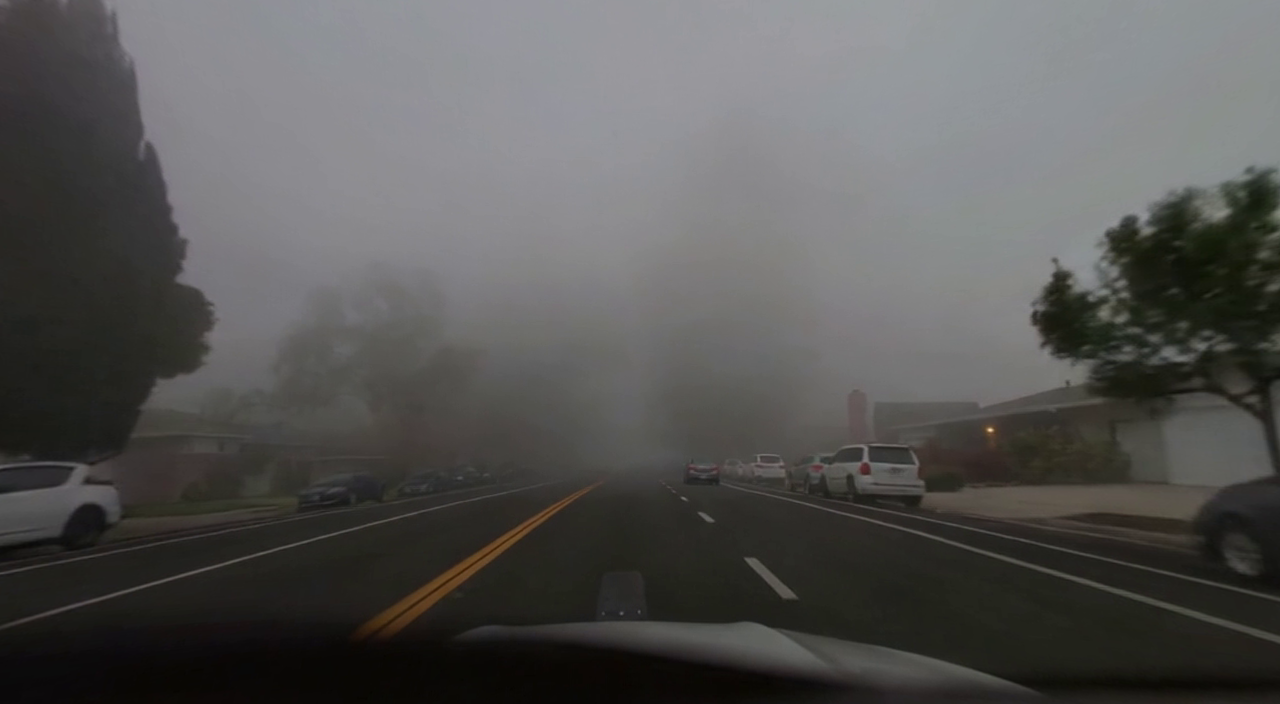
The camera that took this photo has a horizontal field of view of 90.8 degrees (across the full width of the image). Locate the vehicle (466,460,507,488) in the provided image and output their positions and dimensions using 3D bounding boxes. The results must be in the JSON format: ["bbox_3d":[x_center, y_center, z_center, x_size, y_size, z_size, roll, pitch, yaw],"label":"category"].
[{"bbox_3d":[-11.578,9.198,47.941,2.049,1.848,4.693,0,-8,-1],"label":"vehicle"}]

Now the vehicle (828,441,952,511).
[{"bbox_3d":[7.495,3.715,19.563,1.873,1.867,4.673,0,-8,-1],"label":"vehicle"}]

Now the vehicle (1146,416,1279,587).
[{"bbox_3d":[7.839,1.449,5.756,2.001,1.793,5.146,0,-8,-3],"label":"vehicle"}]

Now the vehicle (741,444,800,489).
[{"bbox_3d":[7.154,6.333,35.330,2.081,2.286,4.941,0,-8,-2],"label":"vehicle"}]

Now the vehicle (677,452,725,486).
[{"bbox_3d":[3.129,6.093,33.241,1.951,1.620,4.582,0,-8,-2],"label":"vehicle"}]

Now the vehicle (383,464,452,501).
[{"bbox_3d":[-11.854,6.971,34.075,1.888,1.668,5.052,0,-8,0],"label":"vehicle"}]

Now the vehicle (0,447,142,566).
[{"bbox_3d":[-11.568,2.620,10.934,2.181,1.920,4.570,0,-8,-1],"label":"vehicle"}]

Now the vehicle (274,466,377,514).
[{"bbox_3d":[-11.790,5.163,24.042,1.809,1.476,4.423,0,-8,-3],"label":"vehicle"}]
